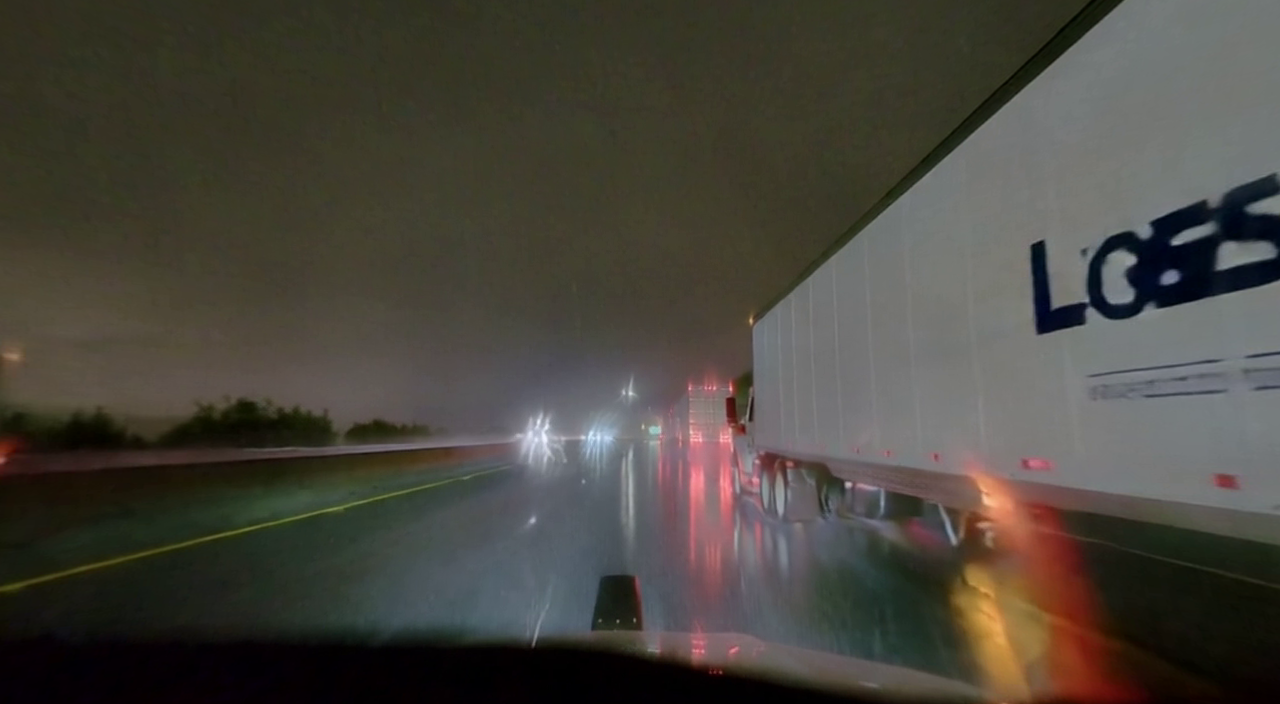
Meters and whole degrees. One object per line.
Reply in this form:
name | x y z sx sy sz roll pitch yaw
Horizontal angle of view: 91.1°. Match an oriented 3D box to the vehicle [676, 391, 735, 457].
vehicle | 4.407 5.331 45.475 2.920 4.029 13.900 0 -8 1
